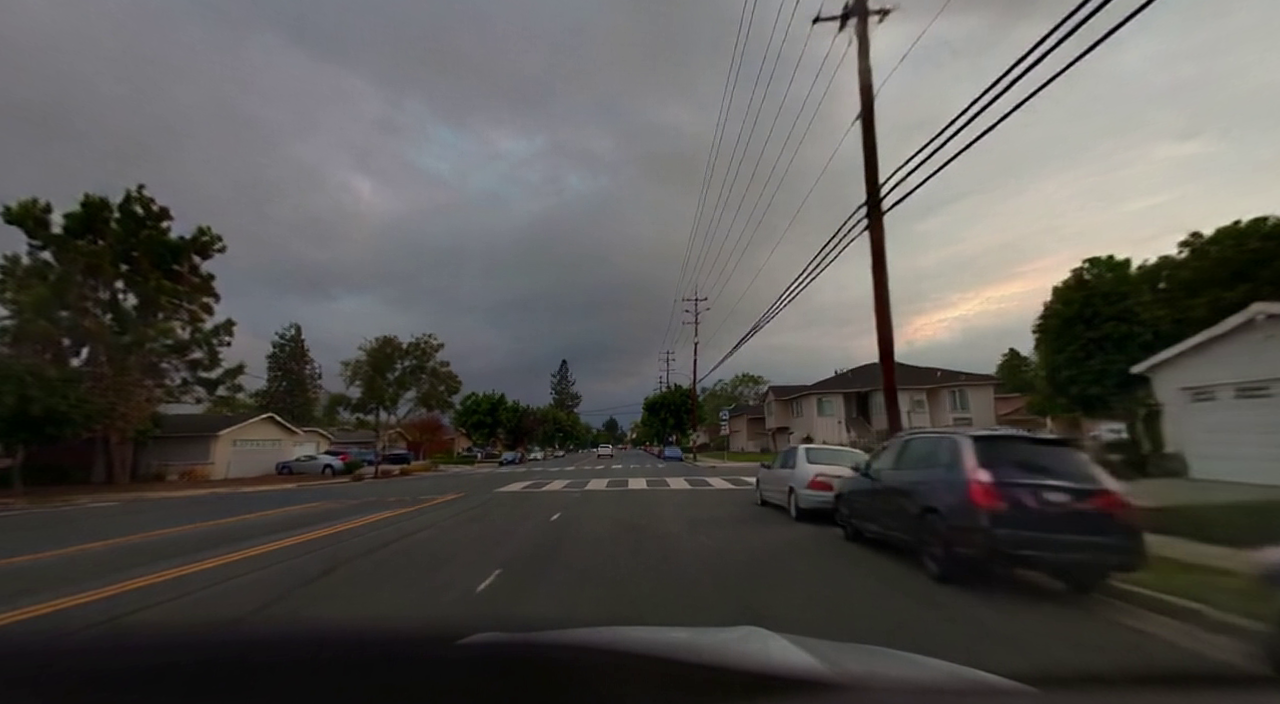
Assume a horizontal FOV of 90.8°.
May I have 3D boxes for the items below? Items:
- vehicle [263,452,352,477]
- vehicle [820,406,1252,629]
[{"bbox_3d":[-21.882,7.413,41.680,4.728,1.536,2.006,0,-9,0],"label":"vehicle"},{"bbox_3d":[3.721,1.623,7.205,1.948,1.713,4.479,0,-9,-1],"label":"vehicle"}]
